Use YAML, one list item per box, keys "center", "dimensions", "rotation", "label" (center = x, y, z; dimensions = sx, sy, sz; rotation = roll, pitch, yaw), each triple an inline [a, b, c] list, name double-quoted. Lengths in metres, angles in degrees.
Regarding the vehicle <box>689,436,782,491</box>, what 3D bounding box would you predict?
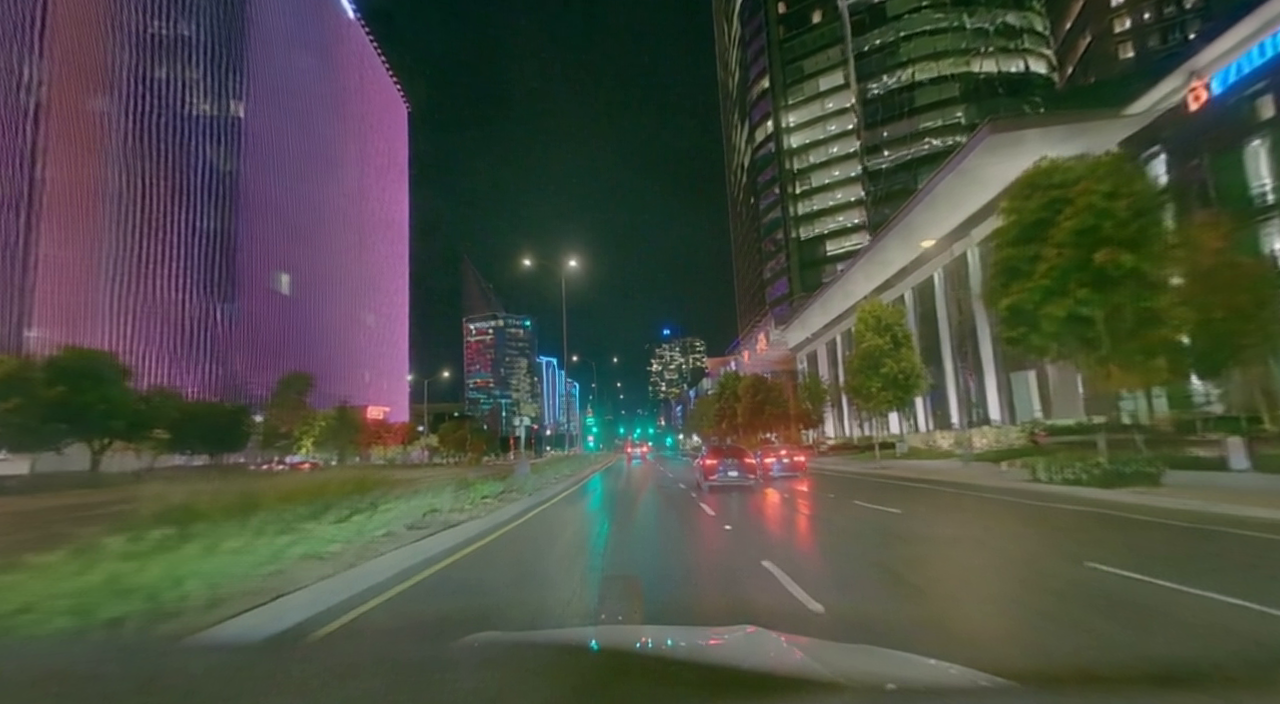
- center: [2.805, 3.414, 19.723]
  dimensions: [2.131, 1.491, 4.496]
  rotation: [0, -8, -1]
  label: "vehicle"
